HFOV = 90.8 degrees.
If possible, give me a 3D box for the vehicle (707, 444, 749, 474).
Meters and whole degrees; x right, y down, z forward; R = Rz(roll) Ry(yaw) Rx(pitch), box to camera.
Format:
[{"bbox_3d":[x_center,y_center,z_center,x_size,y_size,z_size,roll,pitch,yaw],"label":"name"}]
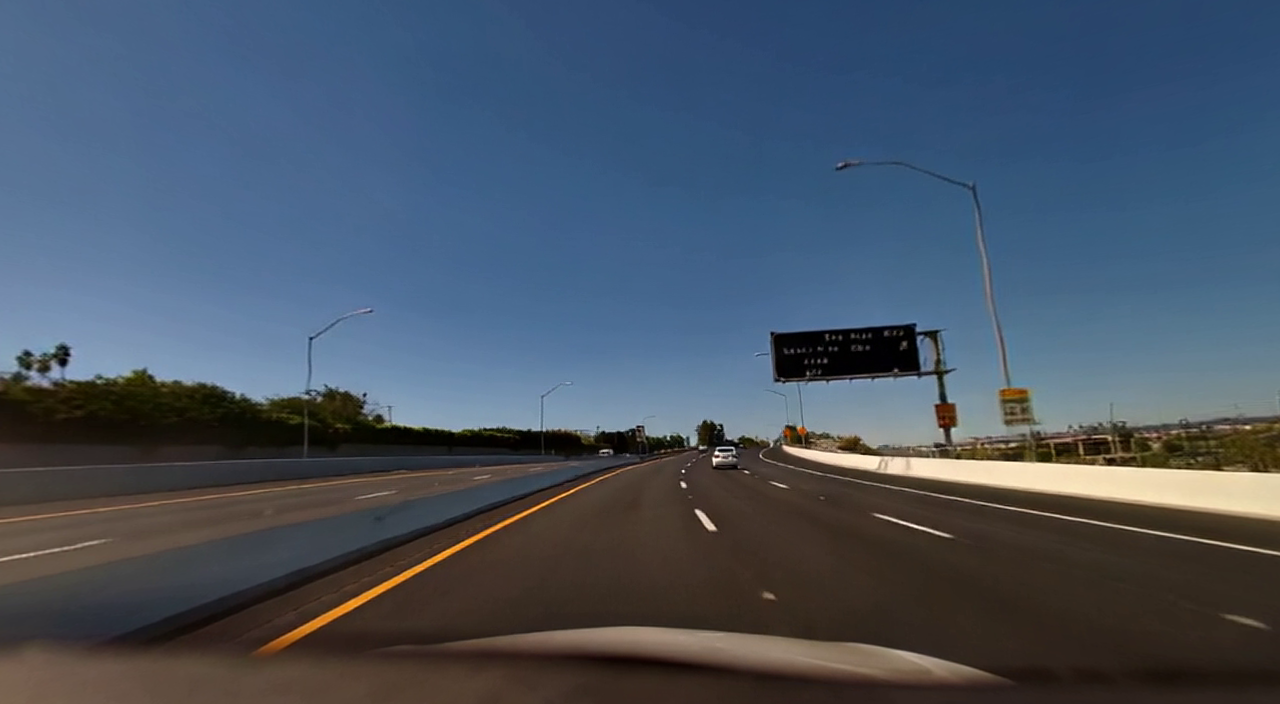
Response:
[{"bbox_3d":[4.739,5.818,34.623,1.874,1.506,4.116,-1,-9,2],"label":"vehicle"}]
